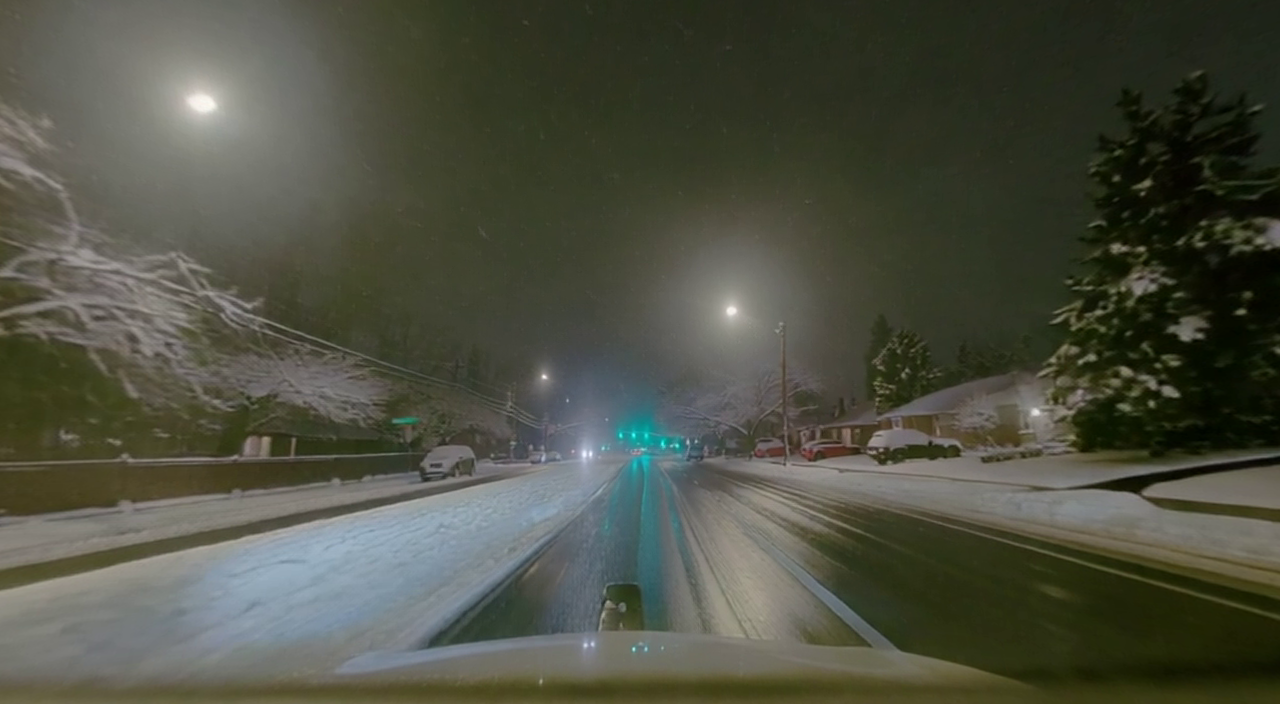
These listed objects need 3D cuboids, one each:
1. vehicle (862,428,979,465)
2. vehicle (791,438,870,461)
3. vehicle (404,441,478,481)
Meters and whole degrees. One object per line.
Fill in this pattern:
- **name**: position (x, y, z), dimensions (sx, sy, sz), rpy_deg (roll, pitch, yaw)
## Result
- **vehicle**: position (13.843, 4.696, 31.385), dimensions (4.793, 1.744, 2.055), rpy_deg (-1, -8, 1)
- **vehicle**: position (13.204, 6.802, 43.988), dimensions (4.767, 1.557, 1.994), rpy_deg (0, -9, -1)
- **vehicle**: position (-10.987, 6.091, 35.330), dimensions (2.347, 1.960, 5.167), rpy_deg (-2, -10, 2)
